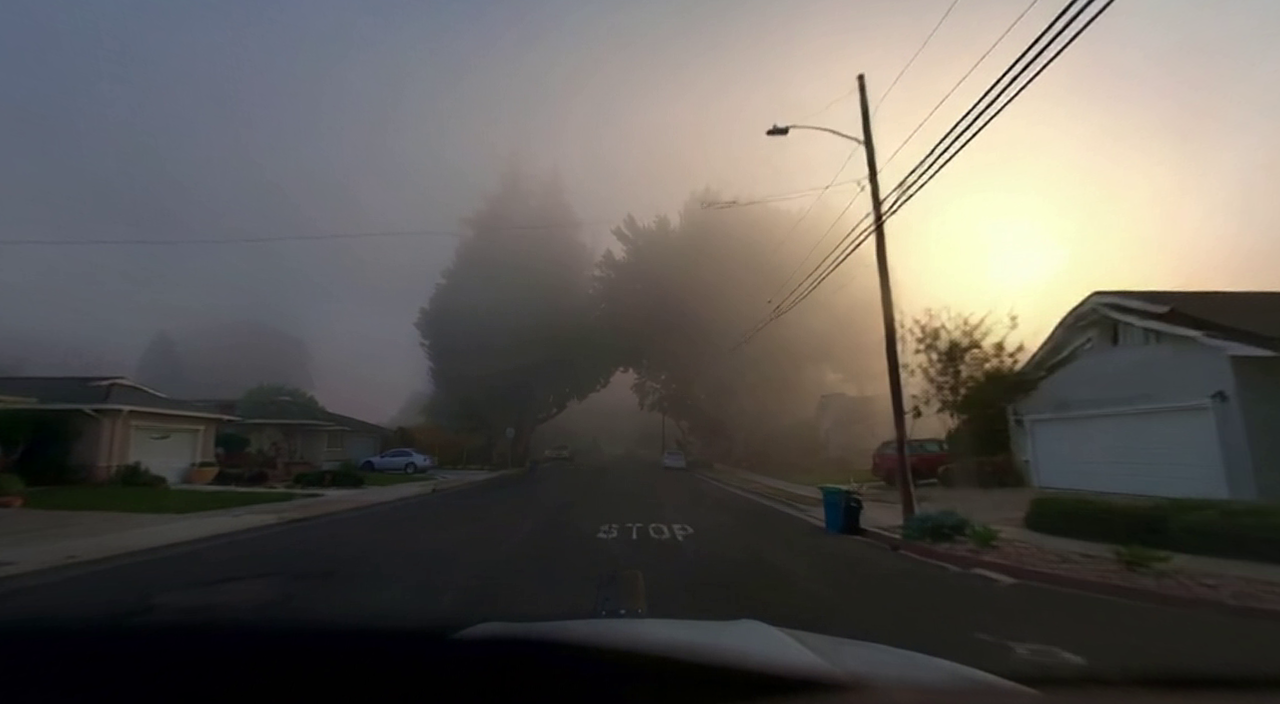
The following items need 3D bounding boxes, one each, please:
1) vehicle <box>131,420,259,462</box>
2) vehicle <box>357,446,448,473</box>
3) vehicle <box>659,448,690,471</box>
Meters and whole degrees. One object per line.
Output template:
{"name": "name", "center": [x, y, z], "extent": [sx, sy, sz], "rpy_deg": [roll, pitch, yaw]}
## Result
{"name": "vehicle", "center": [-19.227, 3.879, 27.453], "extent": [4.093, 1.661, 1.765], "rpy_deg": [0, -9, -6]}
{"name": "vehicle", "center": [-13.966, 6.363, 37.356], "extent": [4.572, 1.522, 1.999], "rpy_deg": [1, -9, -5]}
{"name": "vehicle", "center": [2.465, 7.796, 45.978], "extent": [1.975, 1.528, 4.000], "rpy_deg": [0, -9, 0]}
